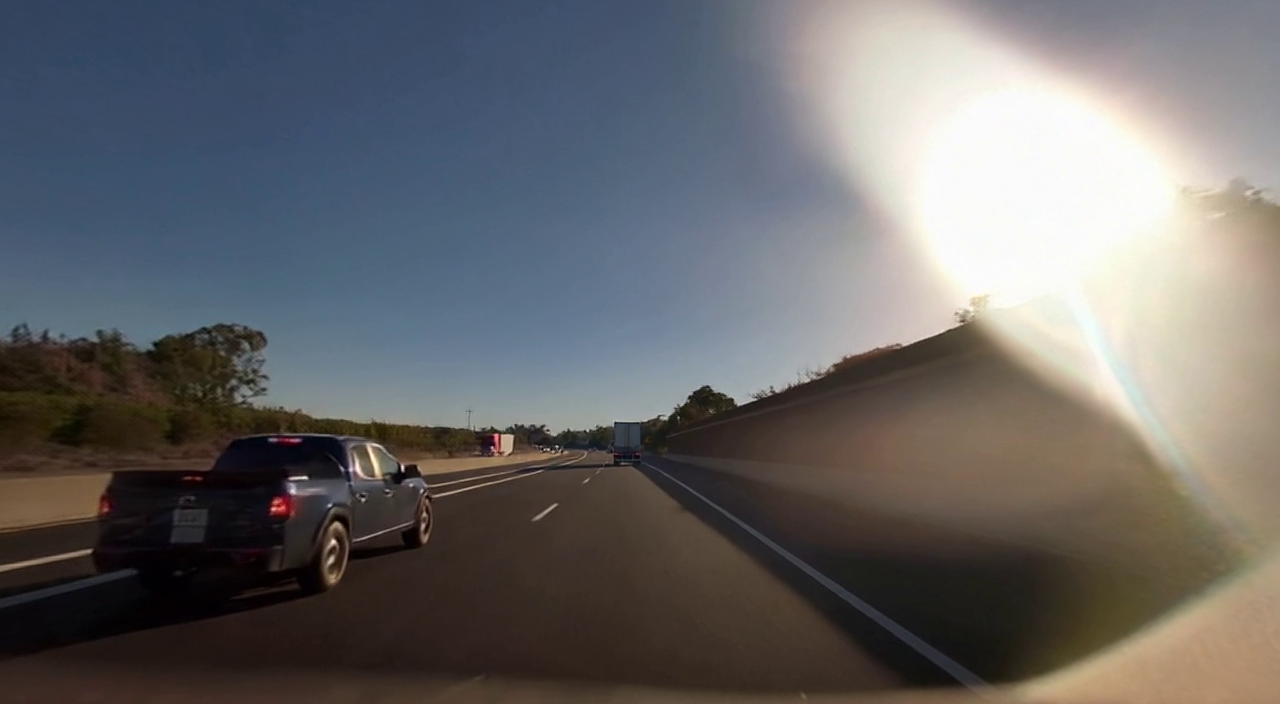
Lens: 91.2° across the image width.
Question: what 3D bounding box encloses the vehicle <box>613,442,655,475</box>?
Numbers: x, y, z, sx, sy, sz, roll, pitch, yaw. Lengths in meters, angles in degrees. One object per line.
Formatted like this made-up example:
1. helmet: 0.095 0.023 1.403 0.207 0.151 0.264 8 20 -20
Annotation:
1. vehicle: -0.390 6.030 35.565 2.230 1.715 4.243 0 -9 -1

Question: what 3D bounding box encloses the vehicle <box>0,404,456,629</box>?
1. vehicle: -3.868 1.589 7.095 2.181 1.653 4.691 0 -9 -1
